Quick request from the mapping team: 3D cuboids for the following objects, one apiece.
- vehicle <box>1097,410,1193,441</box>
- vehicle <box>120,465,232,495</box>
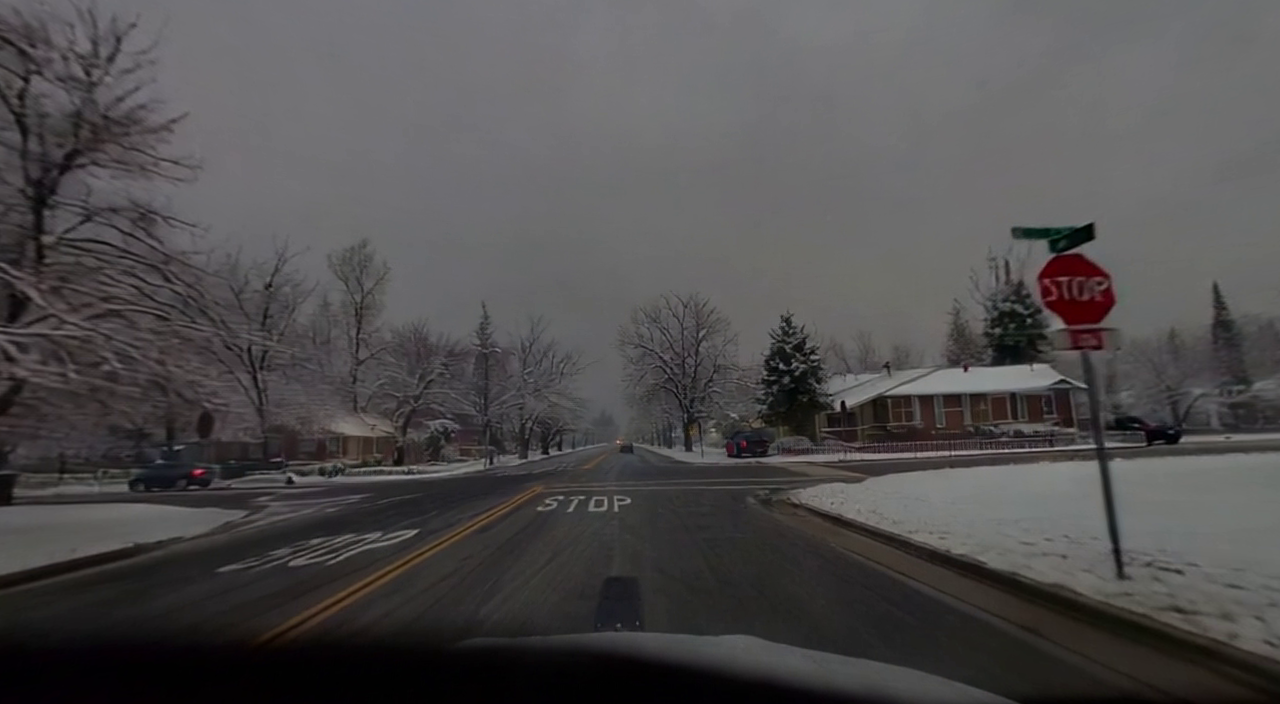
[{"bbox_3d":[29.106,4.310,36.640,1.846,1.452,4.499,-1,-10,1],"label":"vehicle"},{"bbox_3d":[-24.503,6.744,33.469,4.380,1.462,1.864,0,-9,-1],"label":"vehicle"}]
